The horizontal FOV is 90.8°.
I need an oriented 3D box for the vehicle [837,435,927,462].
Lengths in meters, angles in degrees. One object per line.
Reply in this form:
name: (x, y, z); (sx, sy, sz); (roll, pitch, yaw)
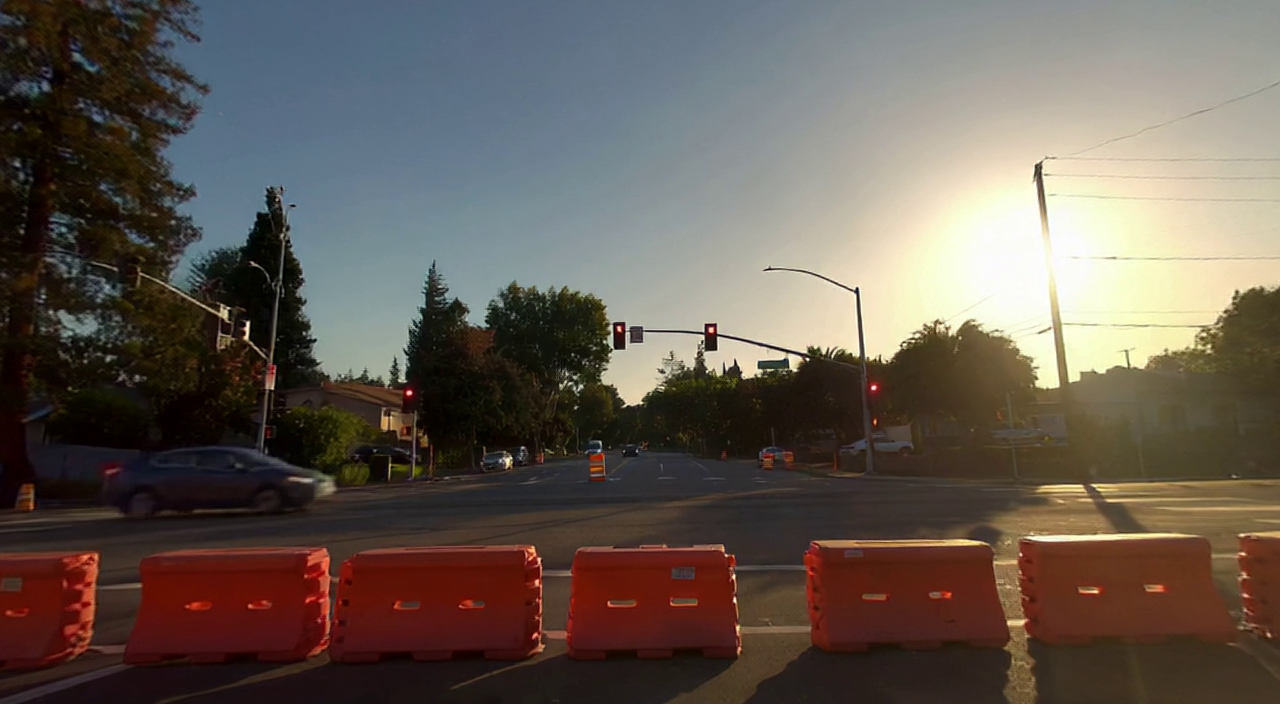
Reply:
vehicle: (15.379, 6.173, 40.320); (4.892, 1.656, 1.856); (0, -8, 0)

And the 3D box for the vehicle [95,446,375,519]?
vehicle: (-8.872, 2.871, 14.237); (4.860, 1.483, 2.077); (0, -8, 0)

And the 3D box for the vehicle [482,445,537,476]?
vehicle: (-6.600, 5.533, 32.402); (1.881, 1.452, 4.121); (0, -8, 1)
